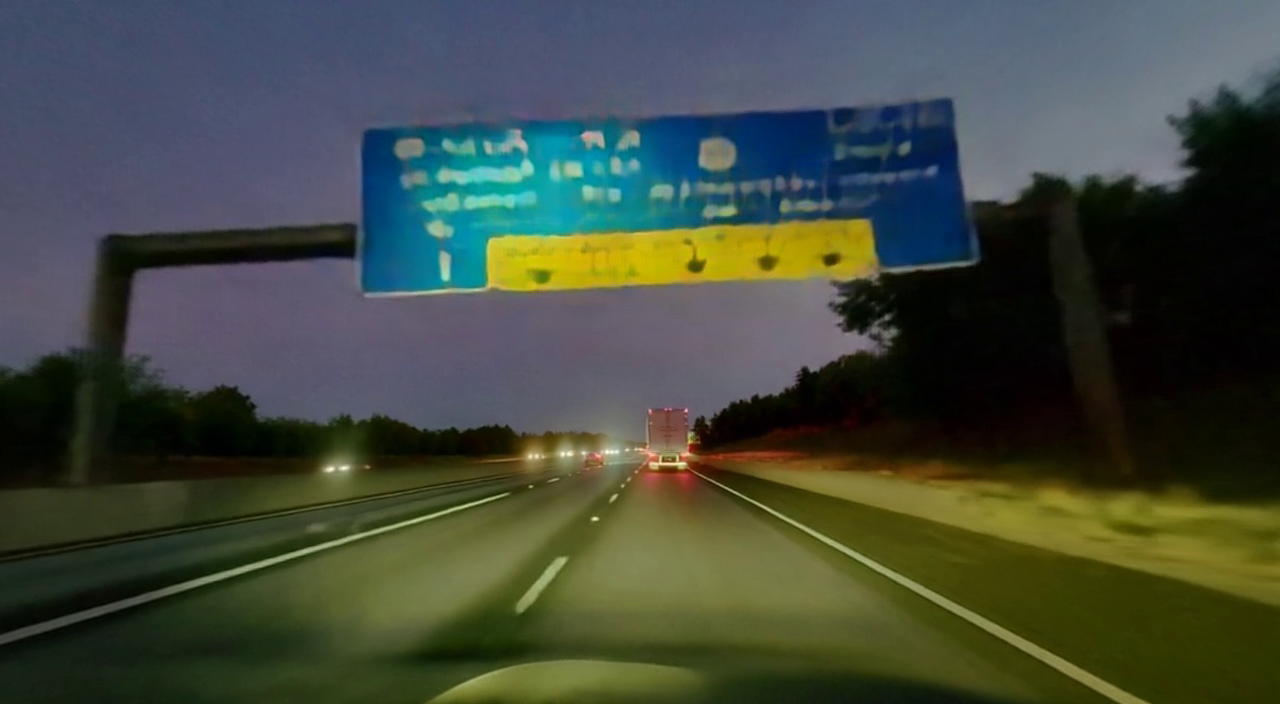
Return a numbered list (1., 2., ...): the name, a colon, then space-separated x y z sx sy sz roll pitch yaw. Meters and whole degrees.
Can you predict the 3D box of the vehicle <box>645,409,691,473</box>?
1. vehicle: 1.918 6.789 47.427 2.901 4.032 14.338 0 -9 1
